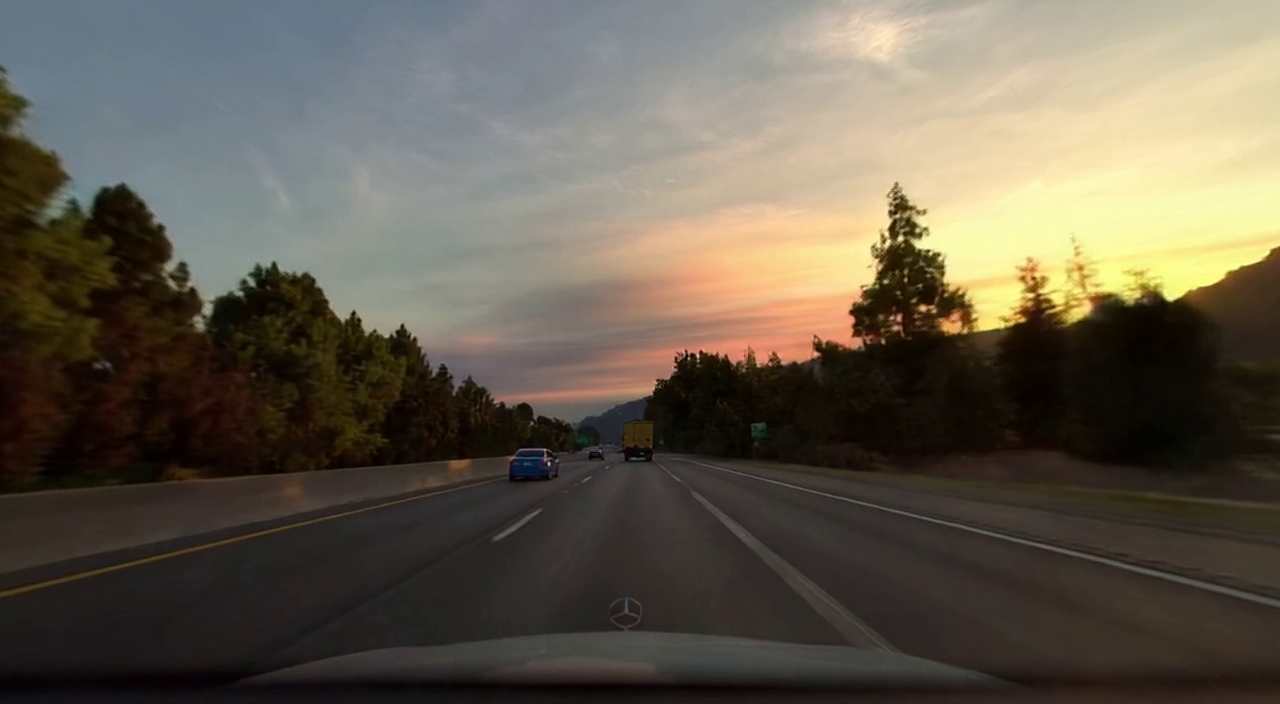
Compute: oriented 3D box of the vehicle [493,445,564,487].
[{"bbox_3d":[-4.268,4.433,24.869,1.916,1.506,4.476,0,-9,1],"label":"vehicle"}]
